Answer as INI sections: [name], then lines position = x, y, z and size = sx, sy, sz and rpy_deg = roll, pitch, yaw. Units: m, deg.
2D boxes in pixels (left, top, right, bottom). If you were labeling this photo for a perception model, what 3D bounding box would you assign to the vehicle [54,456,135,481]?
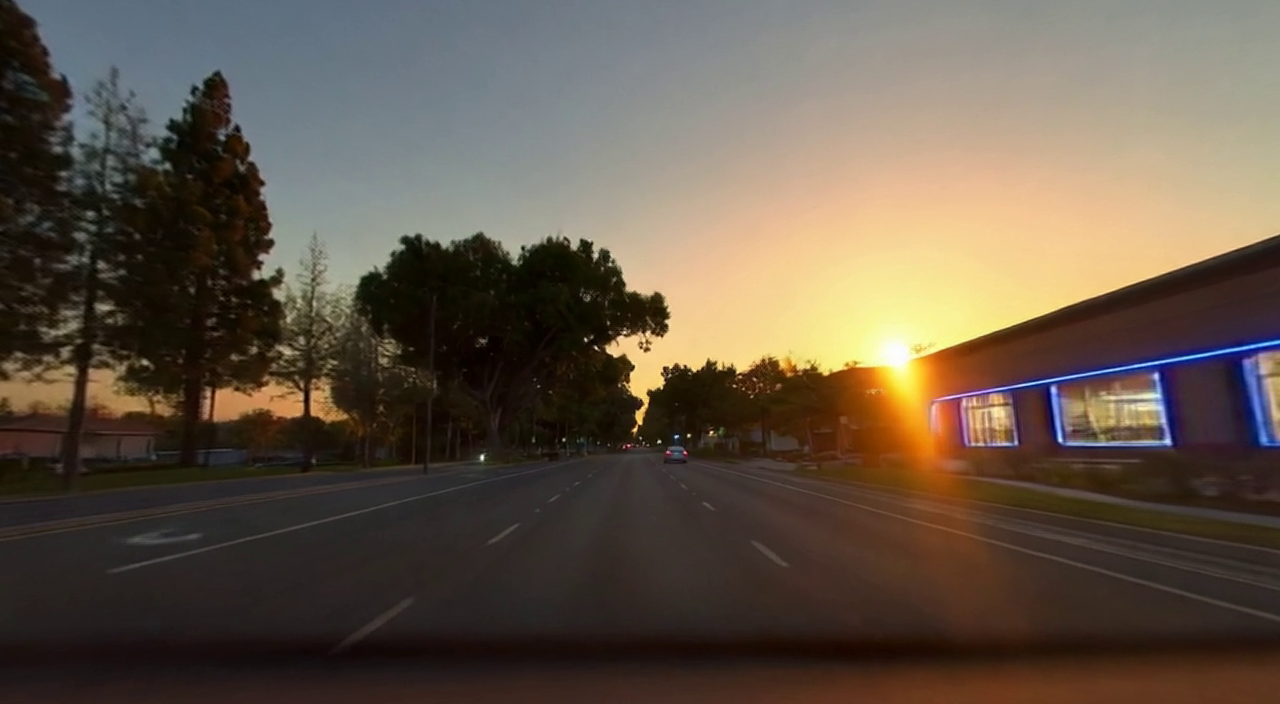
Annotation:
[vehicle]
position = -32.843, 7.014, 37.945
size = 3.282, 1.336, 1.542
rpy_deg = -1, -9, -4
